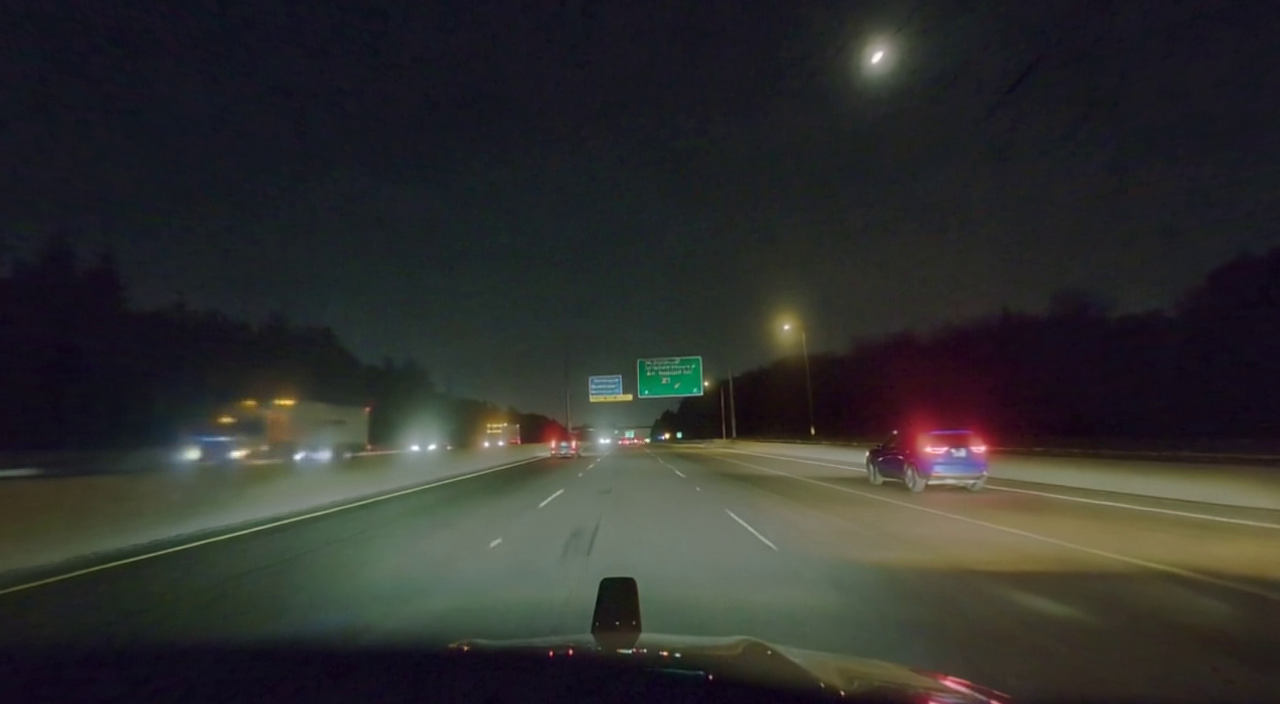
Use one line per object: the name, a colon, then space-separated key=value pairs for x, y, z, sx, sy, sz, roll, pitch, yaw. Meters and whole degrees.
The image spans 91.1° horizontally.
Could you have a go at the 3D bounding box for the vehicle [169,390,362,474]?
vehicle: x=-21.522 y=4.840 z=37.946 sx=3.227 sy=4.116 sz=13.948 roll=0 pitch=-8 yaw=-1

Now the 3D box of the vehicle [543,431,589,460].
vehicle: x=-3.948 y=5.030 z=34.125 sx=2.032 sy=1.465 sz=4.316 roll=0 pitch=-8 yaw=-1

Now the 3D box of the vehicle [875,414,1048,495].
vehicle: x=7.363 y=2.372 z=14.925 sx=1.956 sy=1.634 sz=3.935 roll=0 pitch=-8 yaw=-1
